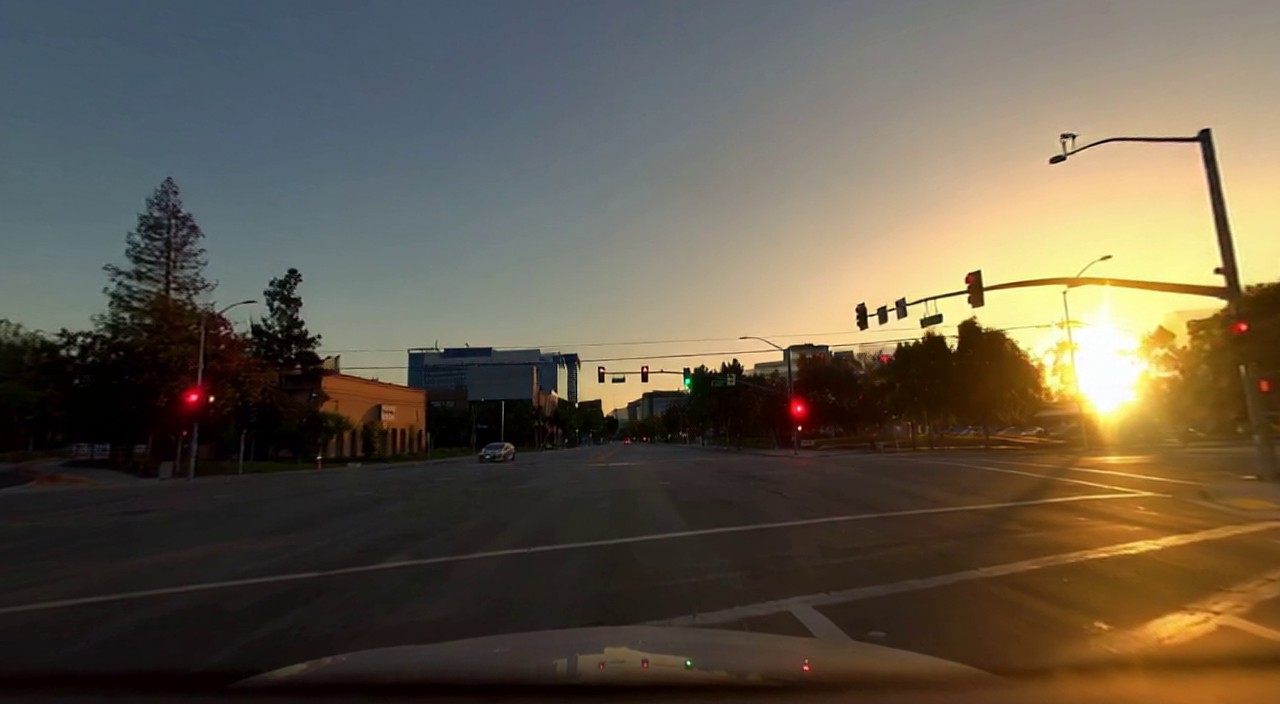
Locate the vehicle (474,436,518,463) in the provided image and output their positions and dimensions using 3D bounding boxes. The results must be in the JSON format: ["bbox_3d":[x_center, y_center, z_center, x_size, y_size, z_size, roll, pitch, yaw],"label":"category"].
[{"bbox_3d":[-9.737,6.624,43.019,1.988,1.692,4.412,0,-8,0],"label":"vehicle"}]
